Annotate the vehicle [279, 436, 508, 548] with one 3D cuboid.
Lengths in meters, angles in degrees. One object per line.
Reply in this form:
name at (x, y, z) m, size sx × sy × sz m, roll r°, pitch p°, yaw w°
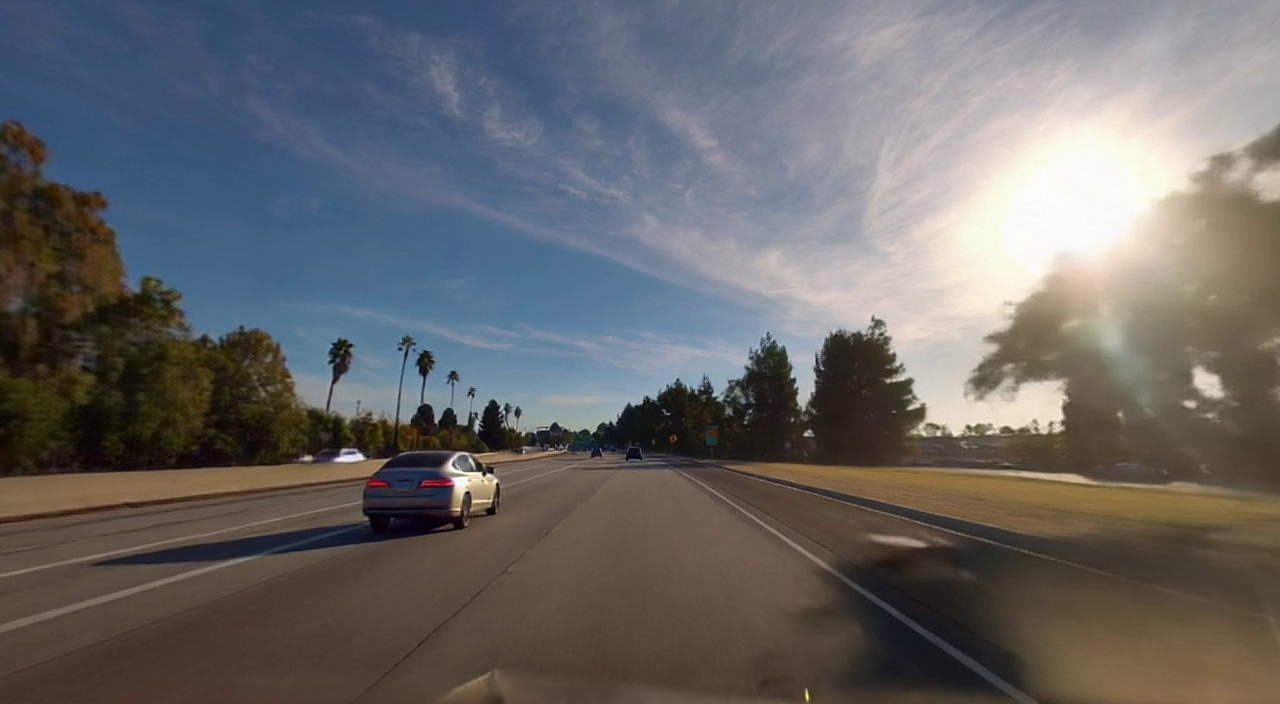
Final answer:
vehicle at (-4.010, 2.338, 11.351) m, size 2.092 × 1.562 × 4.748 m, roll 0°, pitch -8°, yaw 2°
